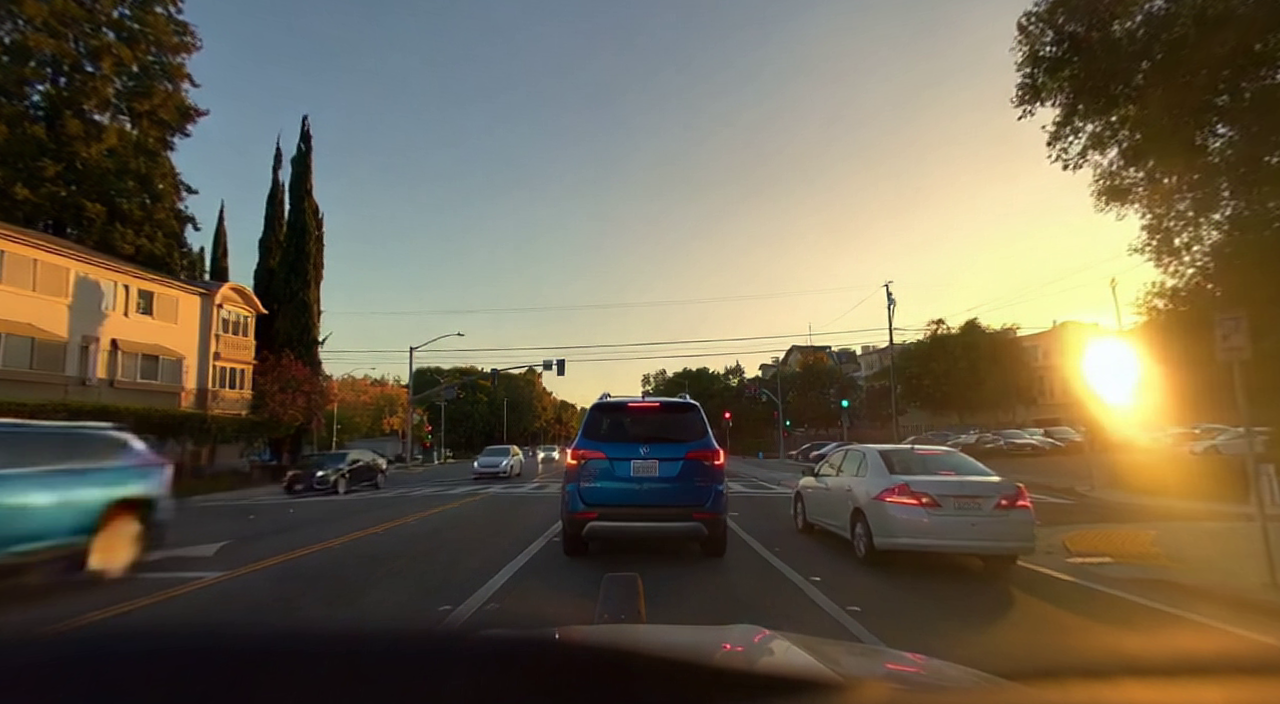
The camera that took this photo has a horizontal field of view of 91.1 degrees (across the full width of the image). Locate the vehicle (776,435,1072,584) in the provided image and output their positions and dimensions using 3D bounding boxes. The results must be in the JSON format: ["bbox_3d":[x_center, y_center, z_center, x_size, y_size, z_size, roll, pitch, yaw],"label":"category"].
[{"bbox_3d":[3.368,1.926,8.627,1.900,1.478,4.425,0,-9,-1],"label":"vehicle"}]

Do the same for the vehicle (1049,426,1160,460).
[{"bbox_3d":[26.666,5.241,36.151,4.704,1.919,2.130,0,-9,-2],"label":"vehicle"}]

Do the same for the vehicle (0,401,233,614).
[{"bbox_3d":[-6.332,1.355,5.644,2.153,1.728,4.753,0,-9,-1],"label":"vehicle"}]

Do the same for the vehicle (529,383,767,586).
[{"bbox_3d":[0.039,1.590,8.255,2.296,1.947,4.168,0,-9,-1],"label":"vehicle"}]

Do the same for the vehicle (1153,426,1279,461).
[{"bbox_3d":[25.932,4.093,28.027,4.420,1.469,1.807,0,-8,1],"label":"vehicle"}]

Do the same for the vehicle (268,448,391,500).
[{"bbox_3d":[-10.581,4.159,21.856,1.772,1.561,4.773,0,-8,1],"label":"vehicle"}]

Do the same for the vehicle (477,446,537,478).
[{"bbox_3d":[-6.625,5.533,31.826,1.981,1.478,4.701,0,-9,1],"label":"vehicle"}]
